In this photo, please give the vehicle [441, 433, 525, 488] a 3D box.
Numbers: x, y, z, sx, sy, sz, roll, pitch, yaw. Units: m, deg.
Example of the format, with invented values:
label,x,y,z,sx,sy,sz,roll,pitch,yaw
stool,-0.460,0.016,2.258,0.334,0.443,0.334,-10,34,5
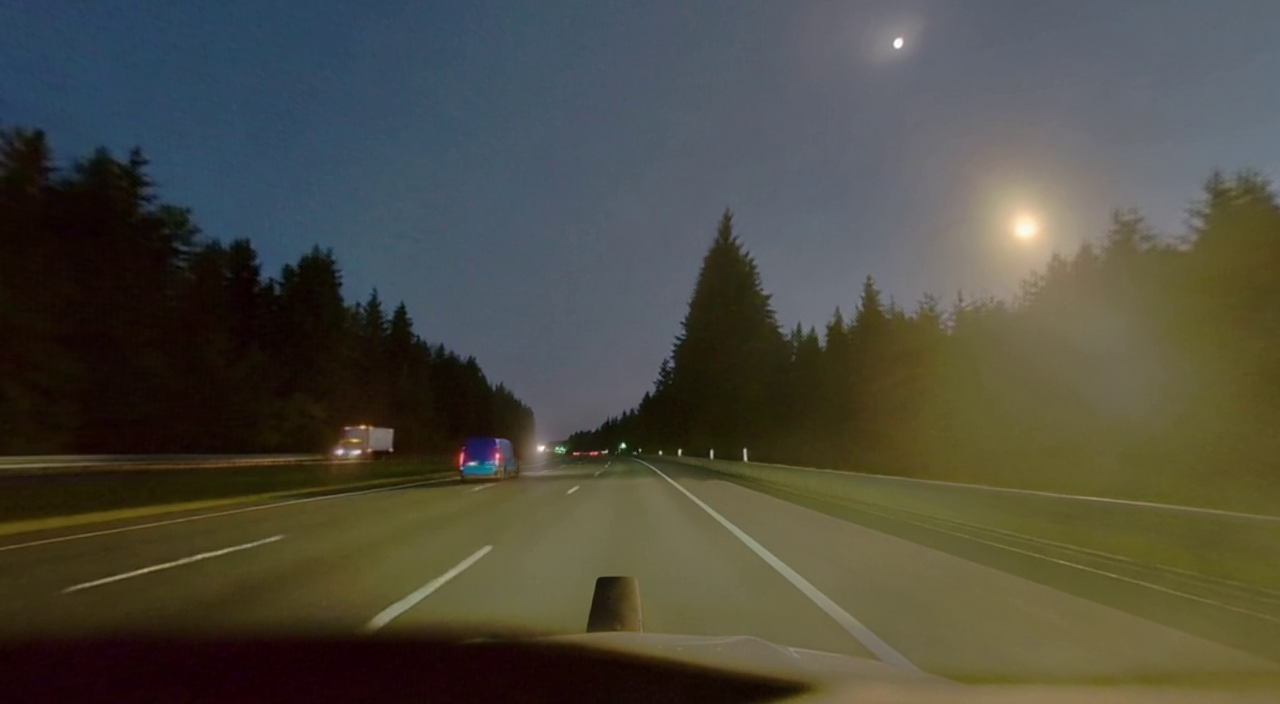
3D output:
label,x,y,z,sx,sy,sz,roll,pitch,yaw
vehicle,-6.305,4.435,26.024,2.197,2.038,4.919,0,-9,0
